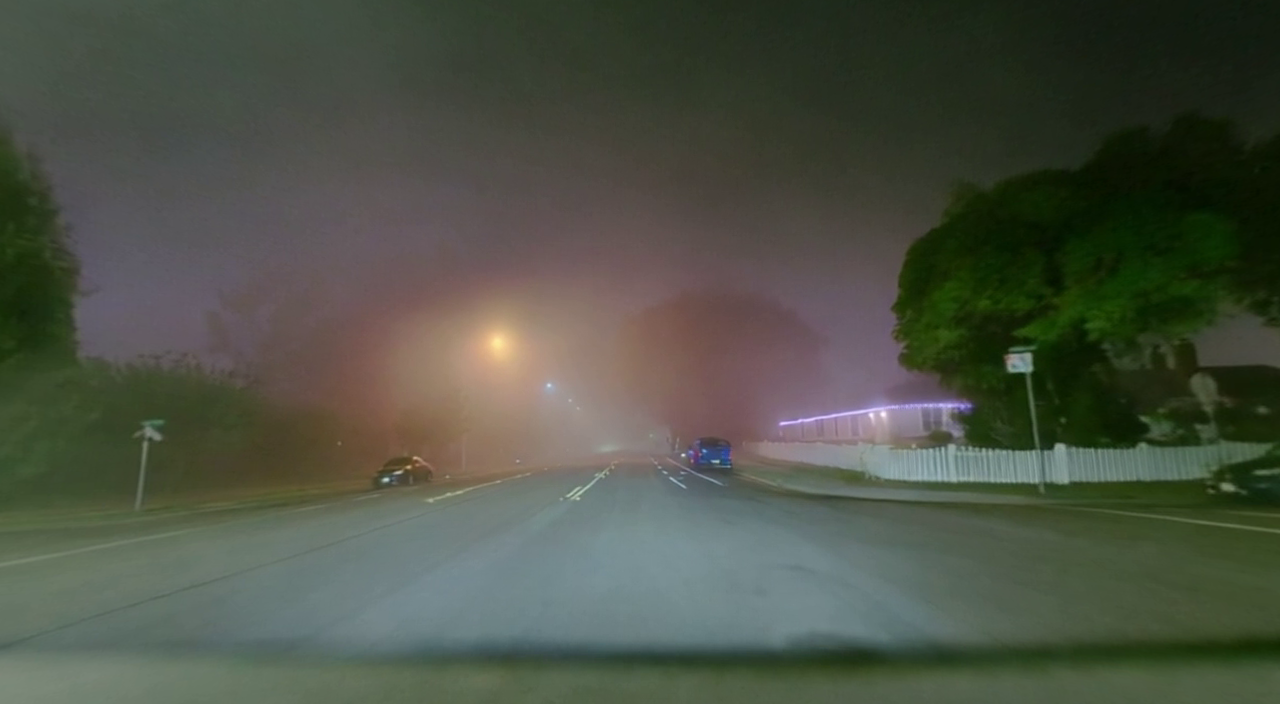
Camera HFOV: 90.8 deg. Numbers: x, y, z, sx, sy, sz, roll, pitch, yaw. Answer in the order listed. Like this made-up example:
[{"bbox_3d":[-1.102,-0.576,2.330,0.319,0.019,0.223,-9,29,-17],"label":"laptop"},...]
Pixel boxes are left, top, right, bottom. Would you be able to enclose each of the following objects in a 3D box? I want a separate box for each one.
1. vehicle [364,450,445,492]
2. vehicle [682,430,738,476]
[{"bbox_3d":[-10.899,5.473,29.580,2.049,1.527,4.677,-4,-8,-1],"label":"vehicle"},{"bbox_3d":[3.748,5.525,34.796,2.504,2.114,6.073,5,-8,3],"label":"vehicle"}]
